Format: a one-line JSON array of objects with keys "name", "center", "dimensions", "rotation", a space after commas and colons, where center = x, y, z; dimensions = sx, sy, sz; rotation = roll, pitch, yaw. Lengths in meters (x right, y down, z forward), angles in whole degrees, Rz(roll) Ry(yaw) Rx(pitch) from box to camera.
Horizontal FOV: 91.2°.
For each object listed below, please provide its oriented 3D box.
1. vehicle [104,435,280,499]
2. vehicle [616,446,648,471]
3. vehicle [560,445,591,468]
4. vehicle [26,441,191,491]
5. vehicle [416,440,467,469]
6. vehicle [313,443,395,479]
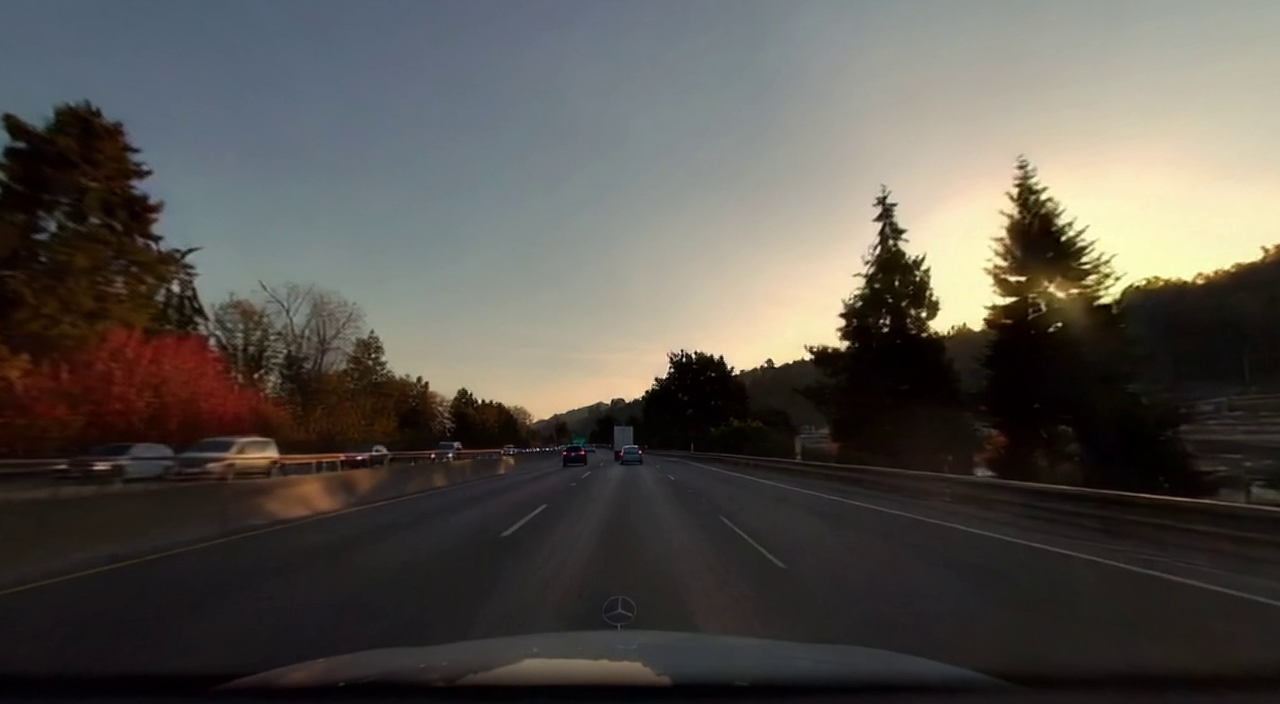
[{"name": "vehicle", "center": [-12.230, 3.150, 17.505], "dimensions": [1.867, 1.566, 4.012], "rotation": [0, -9, 1]}, {"name": "vehicle", "center": [-0.584, 7.156, 42.220], "dimensions": [2.084, 1.582, 3.882], "rotation": [0, -9, -2]}, {"name": "vehicle", "center": [-5.004, 8.155, 48.908], "dimensions": [2.098, 1.692, 4.038], "rotation": [0, -9, -2]}, {"name": "vehicle", "center": [-17.976, 3.863, 21.557], "dimensions": [1.822, 1.497, 4.474], "rotation": [0, -9, -2]}, {"name": "vehicle", "center": [-13.801, 7.147, 43.822], "dimensions": [2.025, 1.825, 4.804], "rotation": [0, -9, -1]}, {"name": "vehicle", "center": [-13.014, 4.977, 28.822], "dimensions": [1.892, 1.515, 4.045], "rotation": [0, -9, -1]}]
